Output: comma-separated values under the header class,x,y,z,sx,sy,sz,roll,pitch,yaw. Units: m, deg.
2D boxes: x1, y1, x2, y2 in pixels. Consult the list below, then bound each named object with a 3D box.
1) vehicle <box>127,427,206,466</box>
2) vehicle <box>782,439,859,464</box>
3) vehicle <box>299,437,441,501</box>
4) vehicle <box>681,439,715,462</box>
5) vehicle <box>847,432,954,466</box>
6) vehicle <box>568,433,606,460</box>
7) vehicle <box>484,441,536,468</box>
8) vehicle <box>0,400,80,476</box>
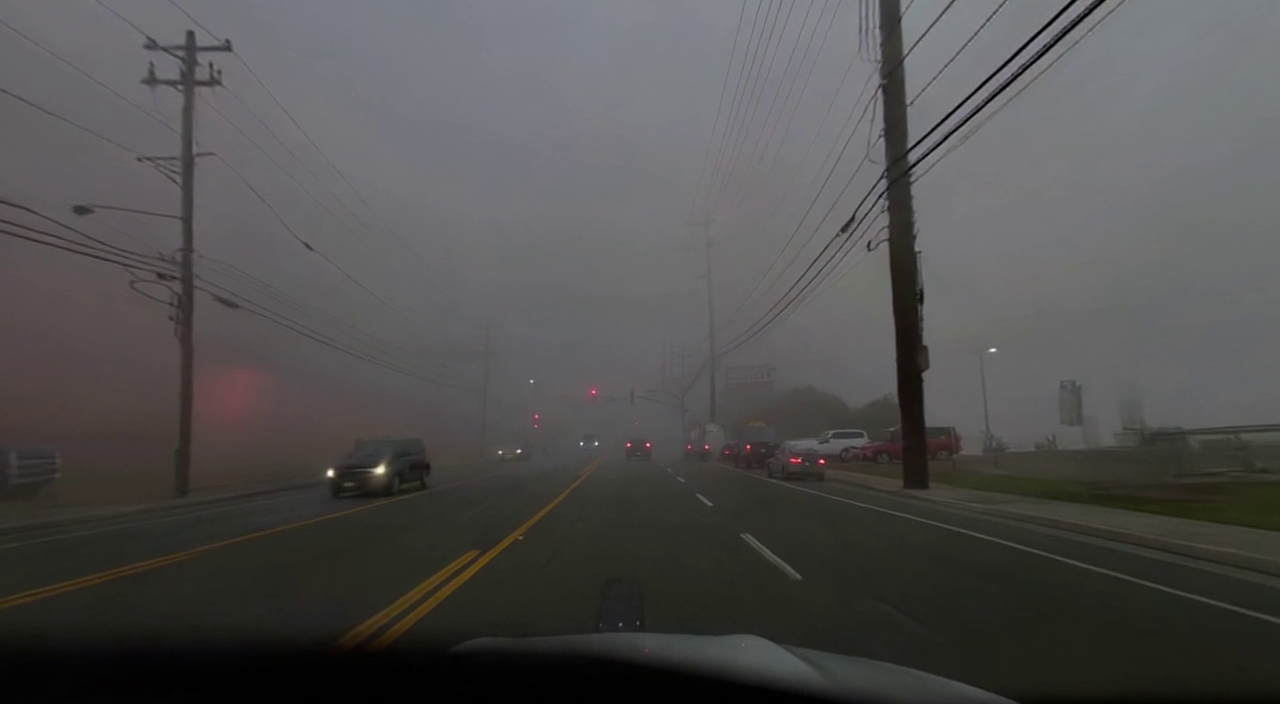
class,x,y,z,sx,sy,sz,roll,pitch,yaw
vehicle,-33.069,6.628,44.206,3.915,2.641,1.656,1,-9,-3
vehicle,11.298,6.261,39.705,4.238,1.464,1.862,0,-9,2
vehicle,-7.282,3.191,17.677,1.952,1.536,4.623,0,-8,0
vehicle,4.038,6.964,44.775,1.926,1.482,4.442,0,-8,-1
vehicle,15.077,5.617,36.768,5.307,1.877,2.052,0,-8,-1
vehicle,-3.910,7.073,47.356,2.277,1.904,5.583,0,-8,1
vehicle,-7.435,5.916,36.631,2.020,1.479,4.612,0,-8,0
vehicle,-32.241,4.555,33.362,3.976,3.736,2.624,-6,-11,33
